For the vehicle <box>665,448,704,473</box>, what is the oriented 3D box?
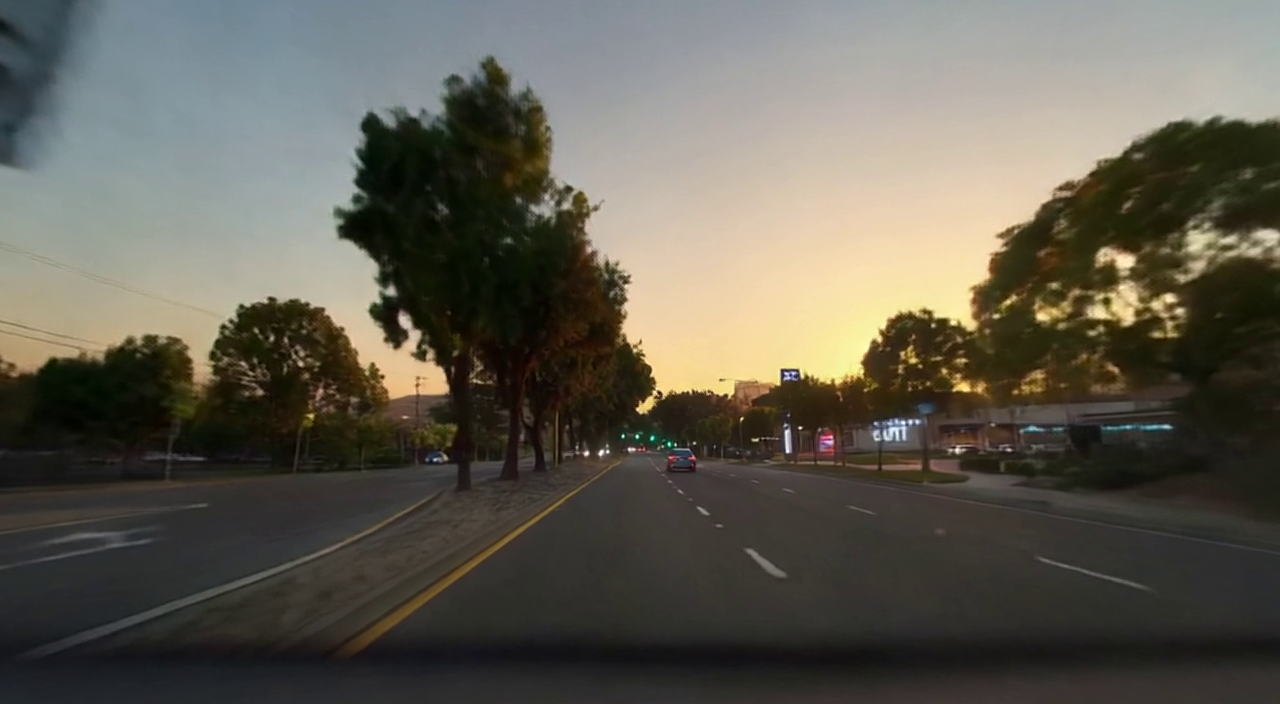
[{"bbox_3d":[2.782,6.876,40.124,2.015,1.479,4.444,0,-9,-2],"label":"vehicle"}]
